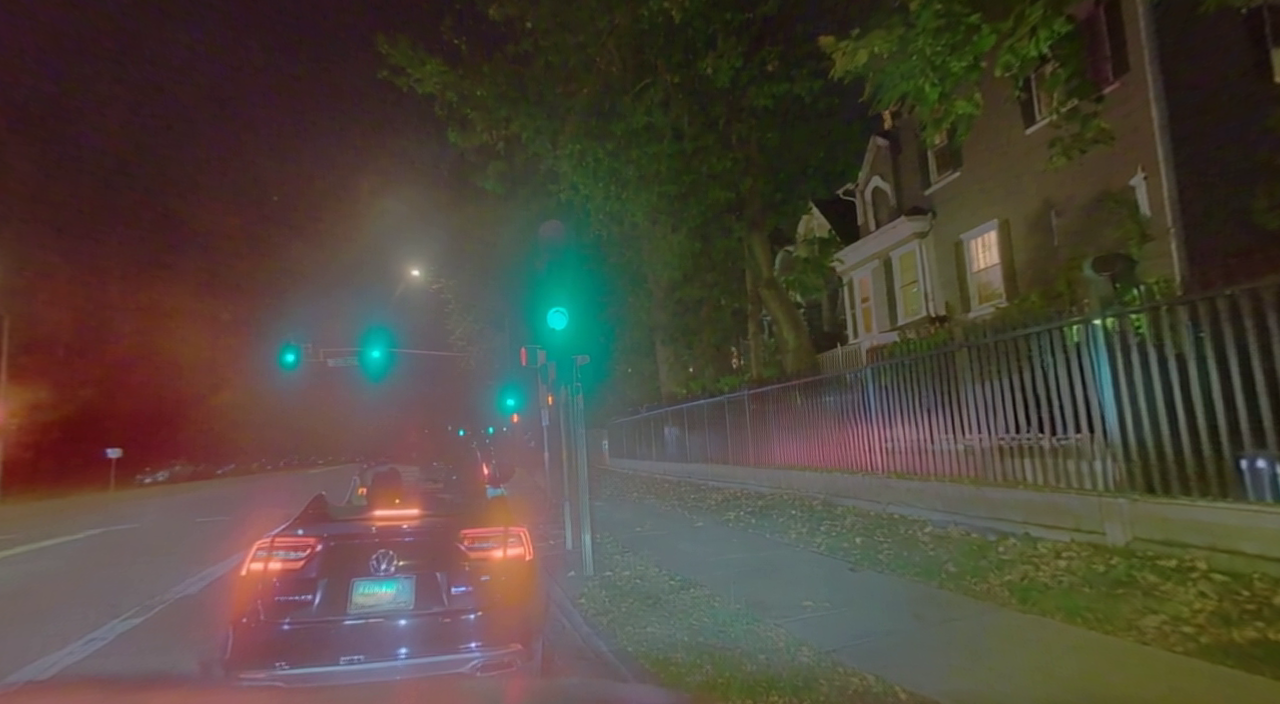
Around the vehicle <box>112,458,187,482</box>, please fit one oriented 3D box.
[{"bbox_3d":[-36.700,8.833,47.331,3.959,1.680,1.785,1,-9,-11],"label":"vehicle"}]

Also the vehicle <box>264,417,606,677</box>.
[{"bbox_3d":[-1.725,1.443,5.810,2.024,1.502,3.702,2,-9,-16],"label":"vehicle"}]
